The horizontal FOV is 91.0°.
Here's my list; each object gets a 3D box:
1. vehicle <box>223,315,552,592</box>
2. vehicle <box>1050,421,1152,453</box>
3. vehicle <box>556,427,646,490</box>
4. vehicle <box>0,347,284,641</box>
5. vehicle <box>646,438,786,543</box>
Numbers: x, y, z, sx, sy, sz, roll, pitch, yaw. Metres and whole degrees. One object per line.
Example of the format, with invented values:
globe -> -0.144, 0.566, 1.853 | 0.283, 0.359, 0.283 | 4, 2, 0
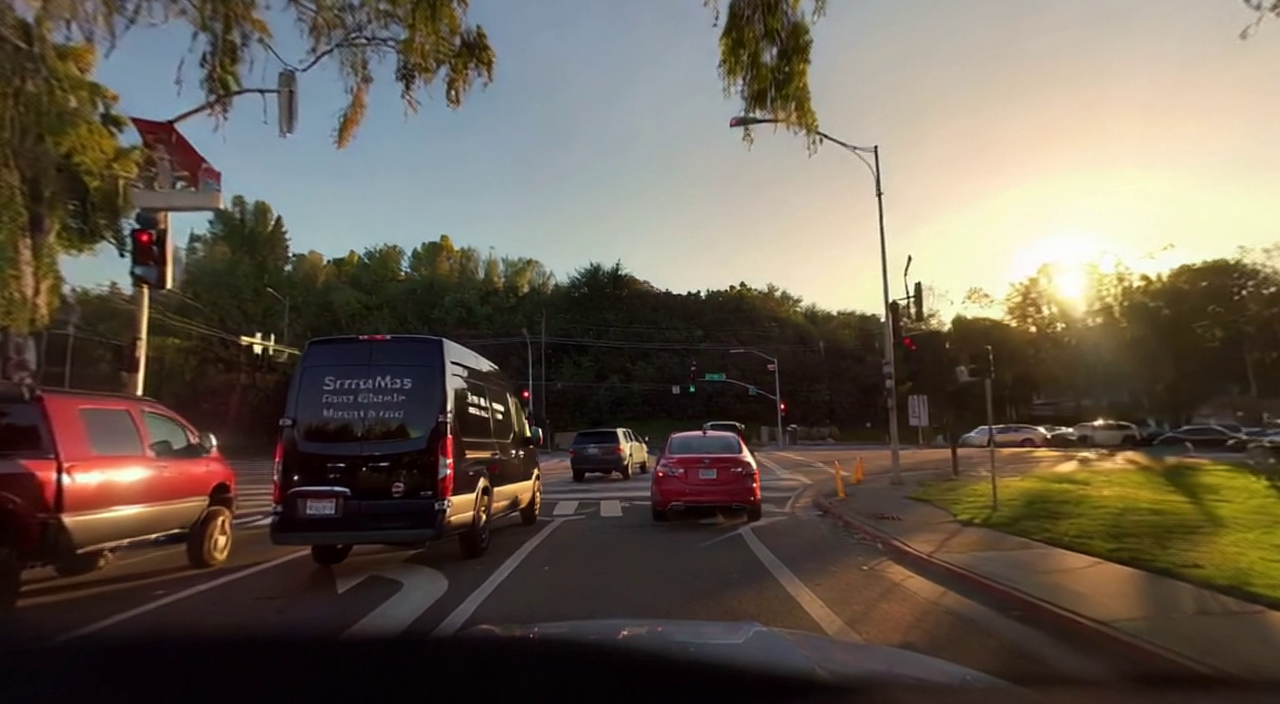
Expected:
vehicle -> -3.162, 1.497, 9.842 | 2.555, 3.035, 5.702 | 0, -8, 2
vehicle -> 30.352, 5.612, 41.548 | 5.084, 2.041, 2.360 | 1, -8, -9
vehicle -> -1.182, 3.578, 21.488 | 2.130, 1.876, 4.445 | -1, -9, 9
vehicle -> -6.346, 1.352, 6.491 | 2.352, 2.333, 5.197 | 0, -8, -2
vehicle -> 1.545, 2.710, 13.075 | 2.398, 1.773, 4.254 | -1, -8, 7
